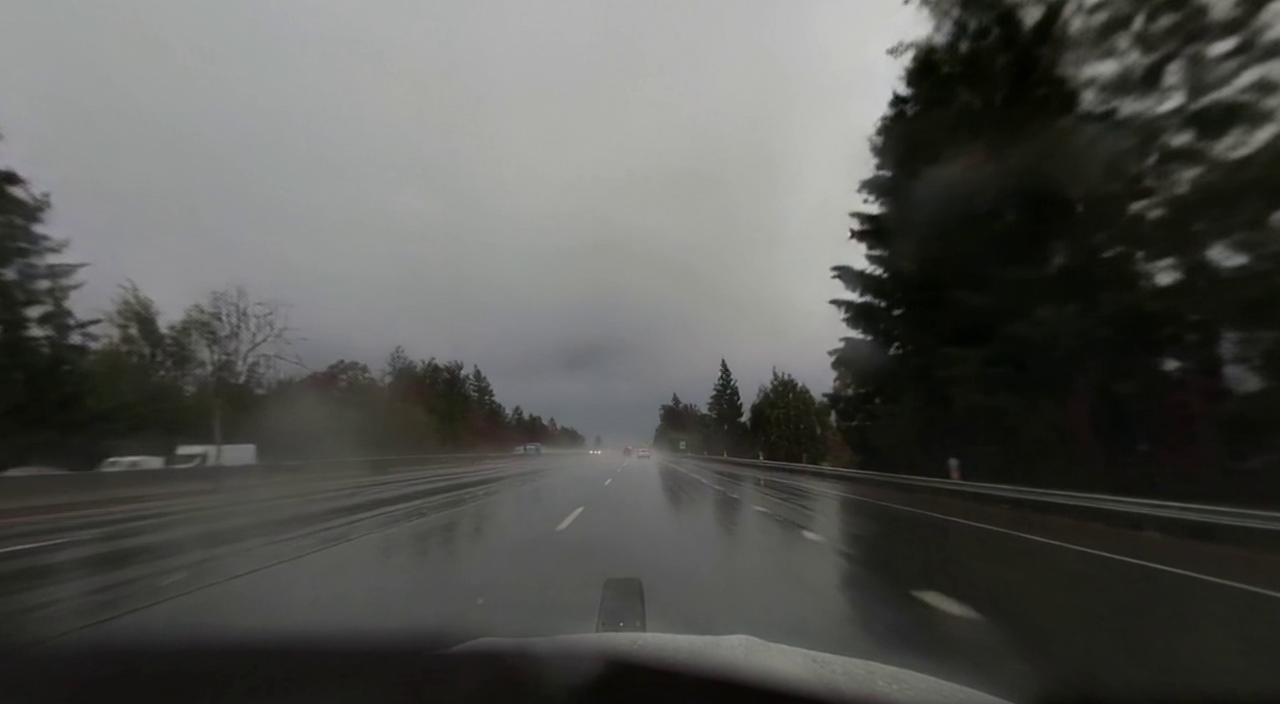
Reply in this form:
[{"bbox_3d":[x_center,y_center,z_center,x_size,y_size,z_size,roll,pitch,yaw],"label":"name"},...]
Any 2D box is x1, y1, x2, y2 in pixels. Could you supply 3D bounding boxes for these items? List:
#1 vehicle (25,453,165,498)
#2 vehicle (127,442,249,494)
[{"bbox_3d":[-24.150,5.448,28.242,2.042,1.756,4.678,0,-9,0],"label":"vehicle"},{"bbox_3d":[-24.193,6.184,34.124,2.548,2.511,5.309,0,-9,0],"label":"vehicle"}]
